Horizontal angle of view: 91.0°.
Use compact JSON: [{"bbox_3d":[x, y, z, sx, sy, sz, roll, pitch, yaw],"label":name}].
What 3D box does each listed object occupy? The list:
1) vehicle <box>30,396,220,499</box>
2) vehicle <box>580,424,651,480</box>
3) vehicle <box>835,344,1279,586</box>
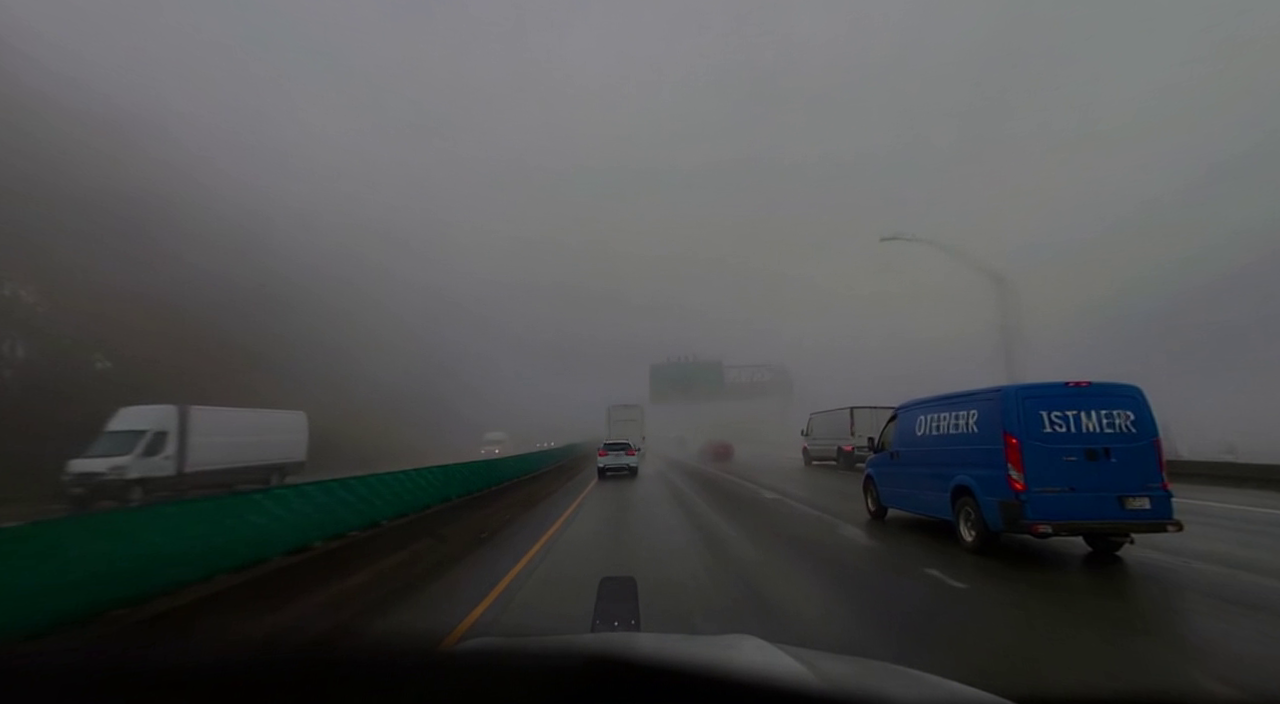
[{"bbox_3d":[-21.679,4.054,27.055,2.977,3.918,5.877,0,-8,0],"label":"vehicle"},{"bbox_3d":[-0.769,3.240,20.558,2.100,1.636,3.620,0,-8,-1],"label":"vehicle"},{"bbox_3d":[4.466,1.279,7.871,2.223,2.008,5.121,0,-8,-2],"label":"vehicle"}]
